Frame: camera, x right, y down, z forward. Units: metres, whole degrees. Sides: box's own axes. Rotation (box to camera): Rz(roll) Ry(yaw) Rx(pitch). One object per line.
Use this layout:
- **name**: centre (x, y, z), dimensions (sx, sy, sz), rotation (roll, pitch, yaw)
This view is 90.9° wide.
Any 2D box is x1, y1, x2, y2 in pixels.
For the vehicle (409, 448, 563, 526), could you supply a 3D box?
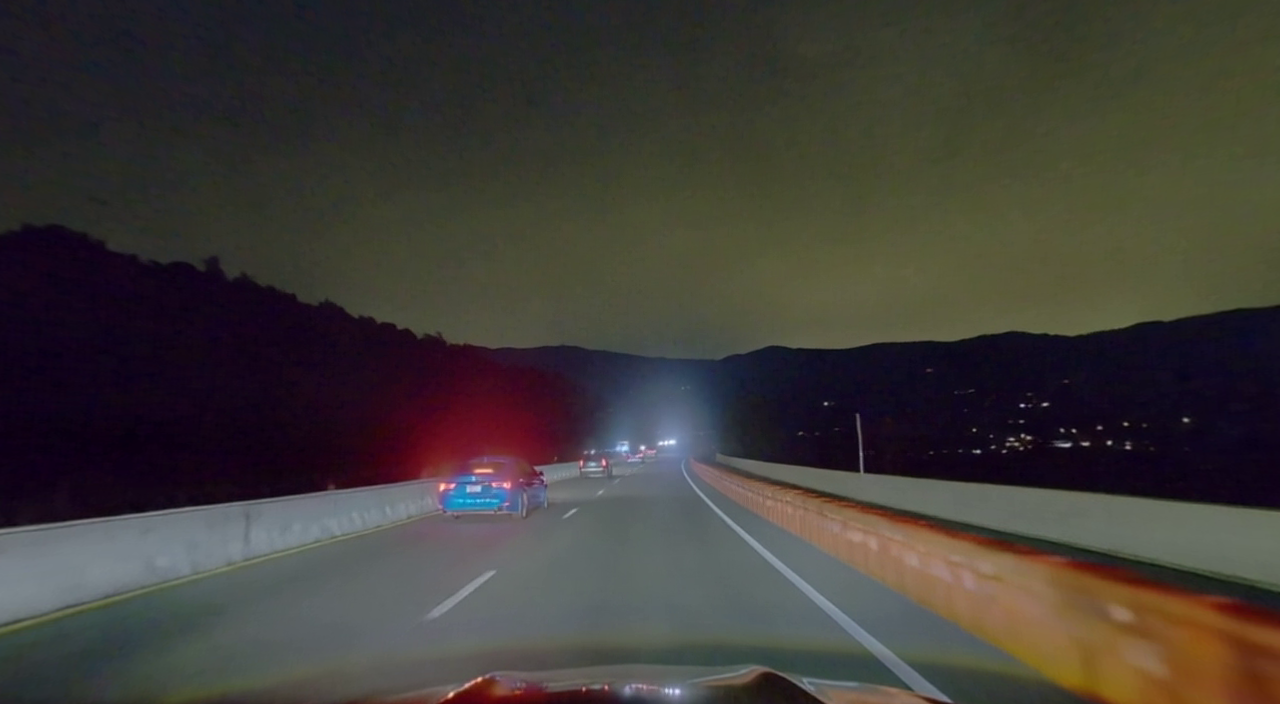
- **vehicle**: centre (-2.913, 2.655, 12.931), dimensions (2.061, 1.330, 3.928), rotation (0, -9, 2)

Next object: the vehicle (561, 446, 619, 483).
- **vehicle**: centre (-2.108, 4.924, 27.694), dimensions (2.094, 1.480, 4.124), rotation (0, -9, 2)
